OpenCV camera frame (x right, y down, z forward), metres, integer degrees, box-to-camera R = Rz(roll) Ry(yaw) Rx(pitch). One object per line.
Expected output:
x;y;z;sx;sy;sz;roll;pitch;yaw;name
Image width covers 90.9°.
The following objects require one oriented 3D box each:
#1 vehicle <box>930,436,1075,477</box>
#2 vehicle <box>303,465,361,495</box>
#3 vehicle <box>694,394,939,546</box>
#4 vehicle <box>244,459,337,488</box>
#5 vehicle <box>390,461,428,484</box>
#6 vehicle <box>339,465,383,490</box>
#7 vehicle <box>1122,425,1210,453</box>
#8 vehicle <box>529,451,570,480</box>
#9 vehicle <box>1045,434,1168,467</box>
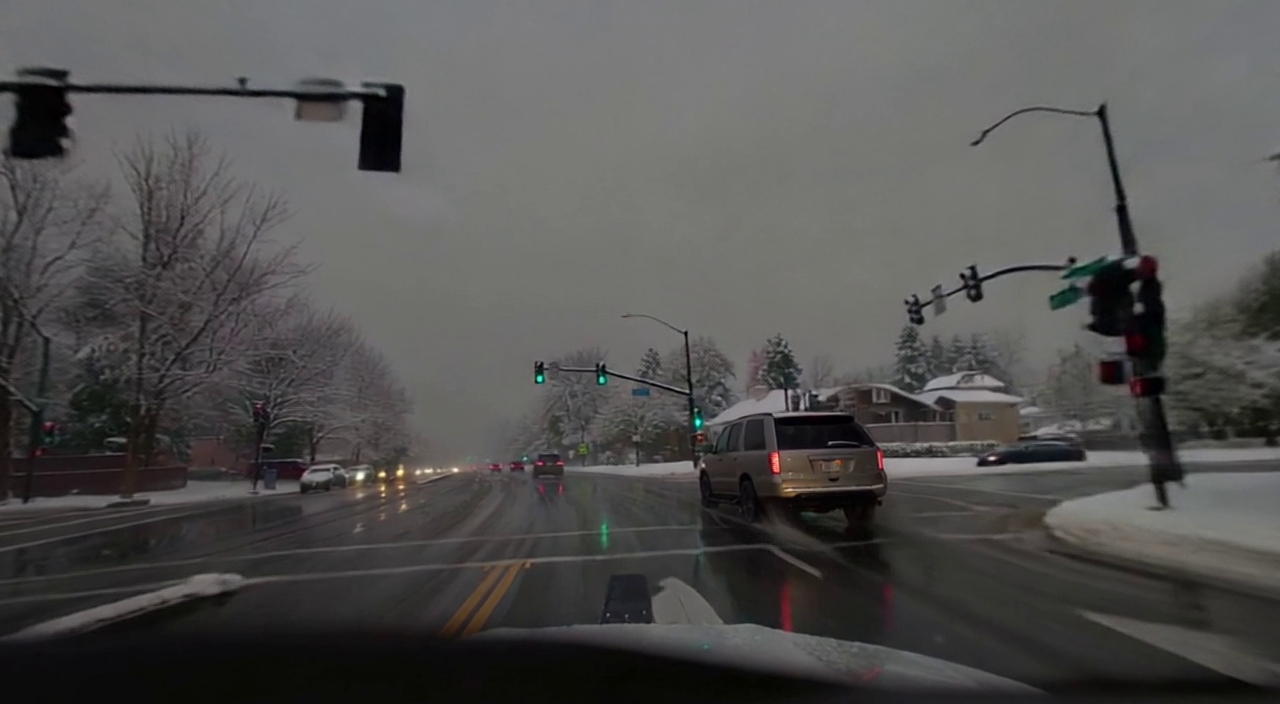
13.872;3.986;24.276;4.413;1.449;1.963;1;-9;-7;vehicle
-18.813;7.820;38.761;1.955;1.509;4.640;-2;-9;-10;vehicle
2.705;2.032;11.577;2.338;2.063;5.592;0;-9;-6;vehicle
-26.832;9.335;48.627;5.734;1.950;2.287;1;-9;-13;vehicle
-17.061;8.903;46.758;2.035;1.475;4.639;1;-9;-12;vehicle
-19.658;8.827;44.540;1.965;1.416;4.613;-2;-8;-13;vehicle
35.283;5.859;42.279;4.533;1.759;2.101;3;-10;-14;vehicle
-5.951;7.329;41.038;2.138;1.729;4.178;2;-9;-15;vehicle
22.435;4.757;30.437;4.329;1.462;1.999;-1;-8;1;vehicle
